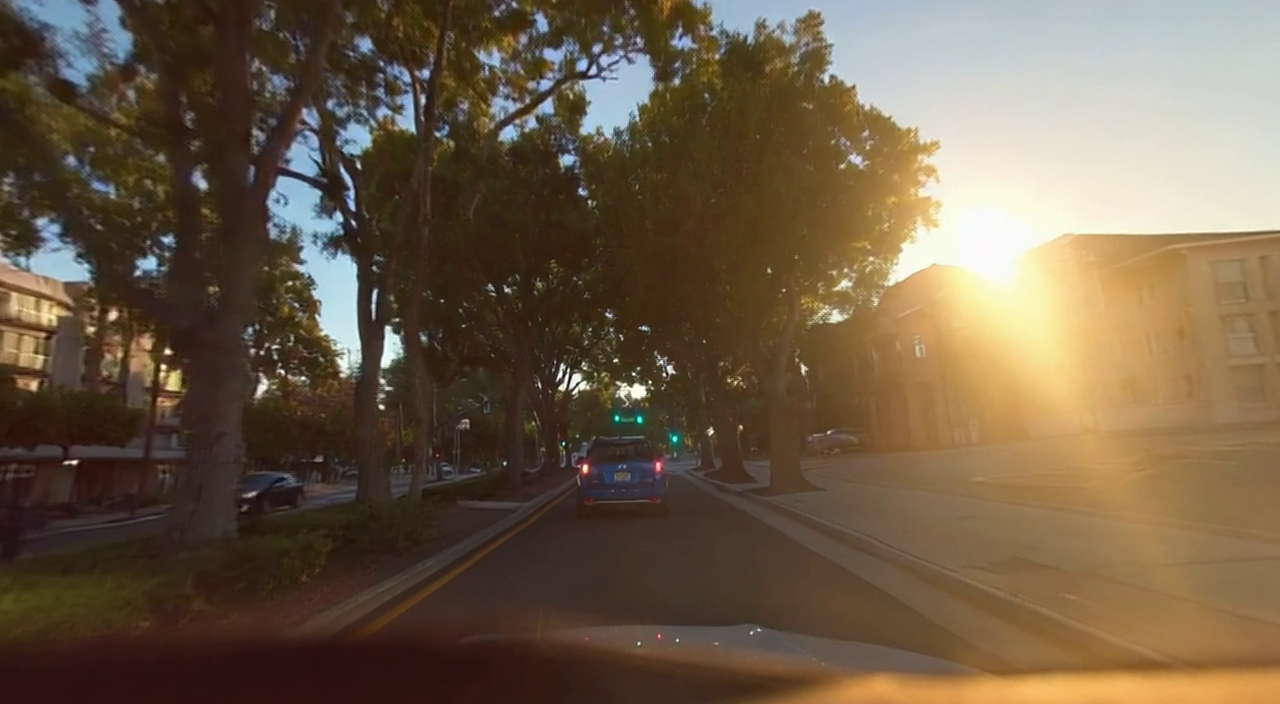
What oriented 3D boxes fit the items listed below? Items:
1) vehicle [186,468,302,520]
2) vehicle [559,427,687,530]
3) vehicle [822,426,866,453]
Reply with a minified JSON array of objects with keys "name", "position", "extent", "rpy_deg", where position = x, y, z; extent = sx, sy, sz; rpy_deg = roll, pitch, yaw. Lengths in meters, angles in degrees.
[{"name":"vehicle","position":[-15.650,5.589,25.266],"extent":[1.785,1.699,4.328],"rpy_deg":[0,-8,0]},{"name":"vehicle","position":[-0.314,2.402,12.583],"extent":[2.136,1.703,3.910],"rpy_deg":[0,-8,-1]},{"name":"vehicle","position":[16.011,6.952,49.852],"extent":[2.039,1.990,5.111],"rpy_deg":[0,-8,3]}]
